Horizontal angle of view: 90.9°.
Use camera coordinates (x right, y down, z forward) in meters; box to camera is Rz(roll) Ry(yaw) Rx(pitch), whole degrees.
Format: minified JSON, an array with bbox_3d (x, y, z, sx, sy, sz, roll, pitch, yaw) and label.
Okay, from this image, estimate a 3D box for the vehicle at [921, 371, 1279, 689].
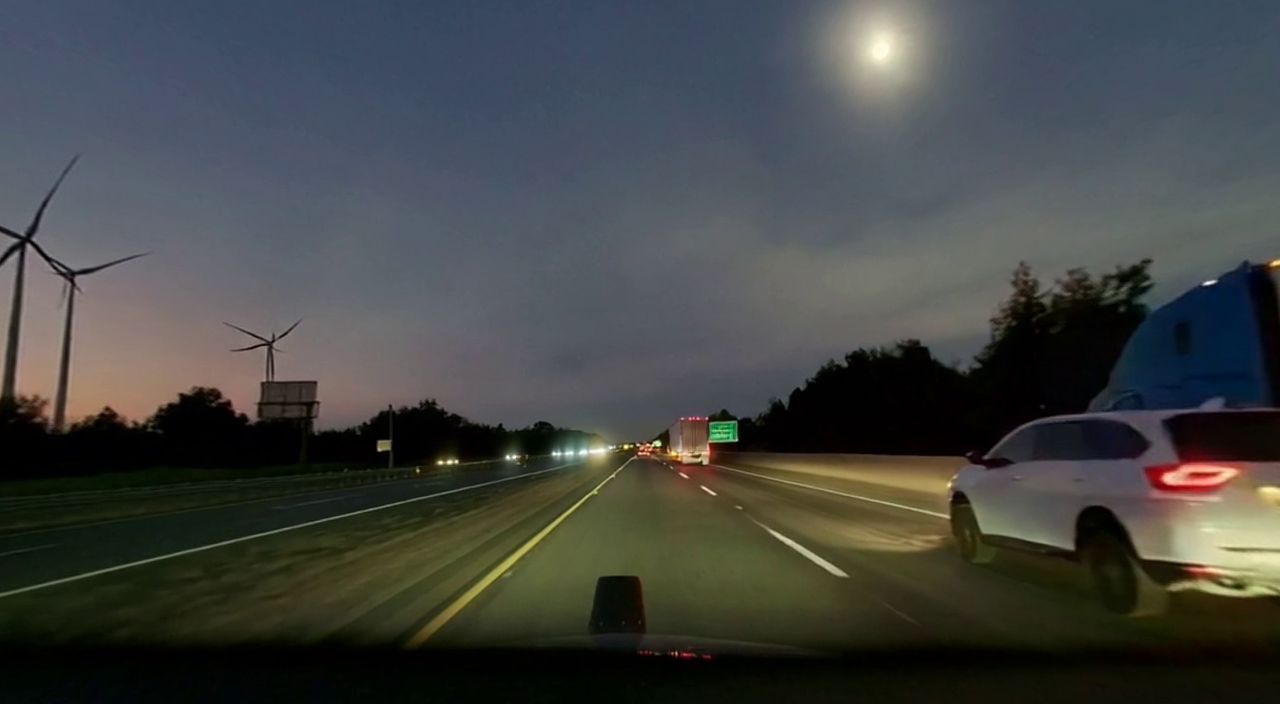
[{"bbox_3d":[4.537,1.275,5.382,2.124,1.710,4.540,0,-9,0],"label":"vehicle"}]
